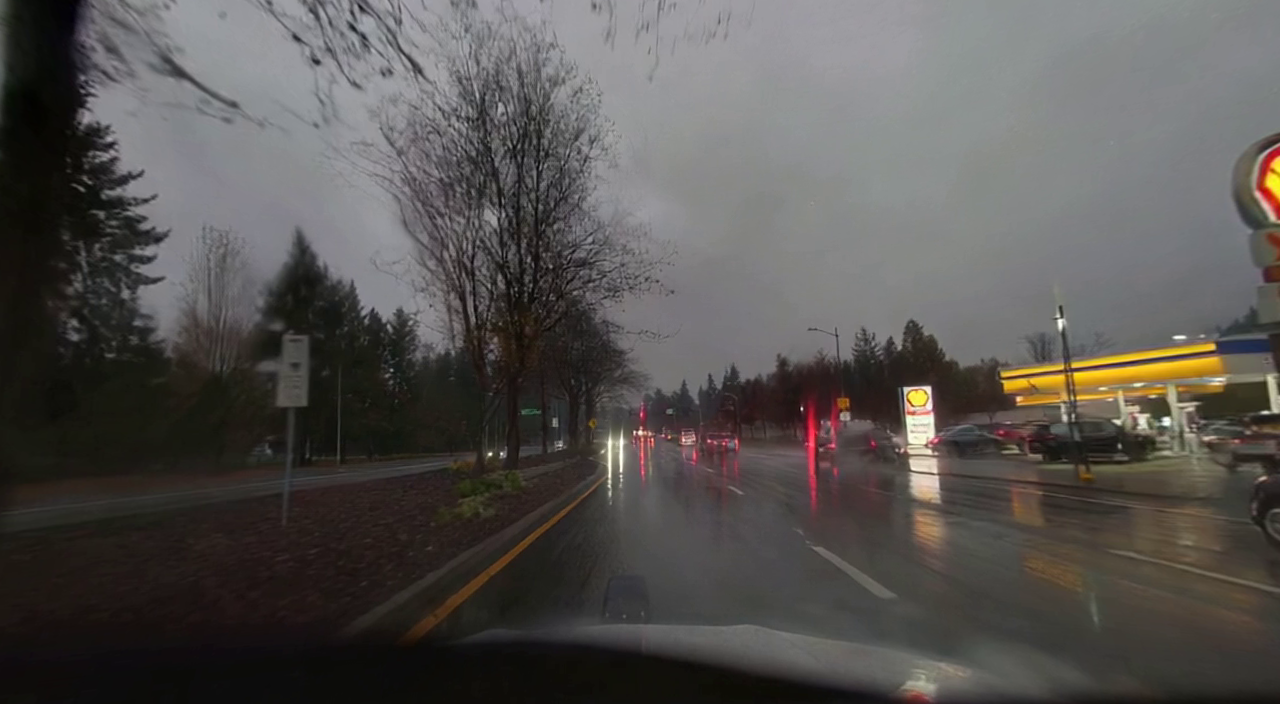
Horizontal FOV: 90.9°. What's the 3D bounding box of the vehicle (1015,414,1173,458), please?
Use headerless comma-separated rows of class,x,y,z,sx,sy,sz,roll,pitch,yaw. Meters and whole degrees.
vehicle,21.705,4.130,30.545,5.770,1.976,2.347,-5,-10,26

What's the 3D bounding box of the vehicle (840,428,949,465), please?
vehicle,13.014,4.915,32.638,4.960,1.802,2.068,-3,-9,17

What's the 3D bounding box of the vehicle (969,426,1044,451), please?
vehicle,24.806,5.900,42.813,4.079,1.632,1.961,-4,-9,23

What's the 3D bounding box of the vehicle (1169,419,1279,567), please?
vehicle,7.373,1.241,5.224,1.880,1.472,4.694,0,-9,0

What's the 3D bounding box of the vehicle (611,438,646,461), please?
vehicle,-0.861,6.633,43.100,2.032,1.461,4.173,1,-9,-6
